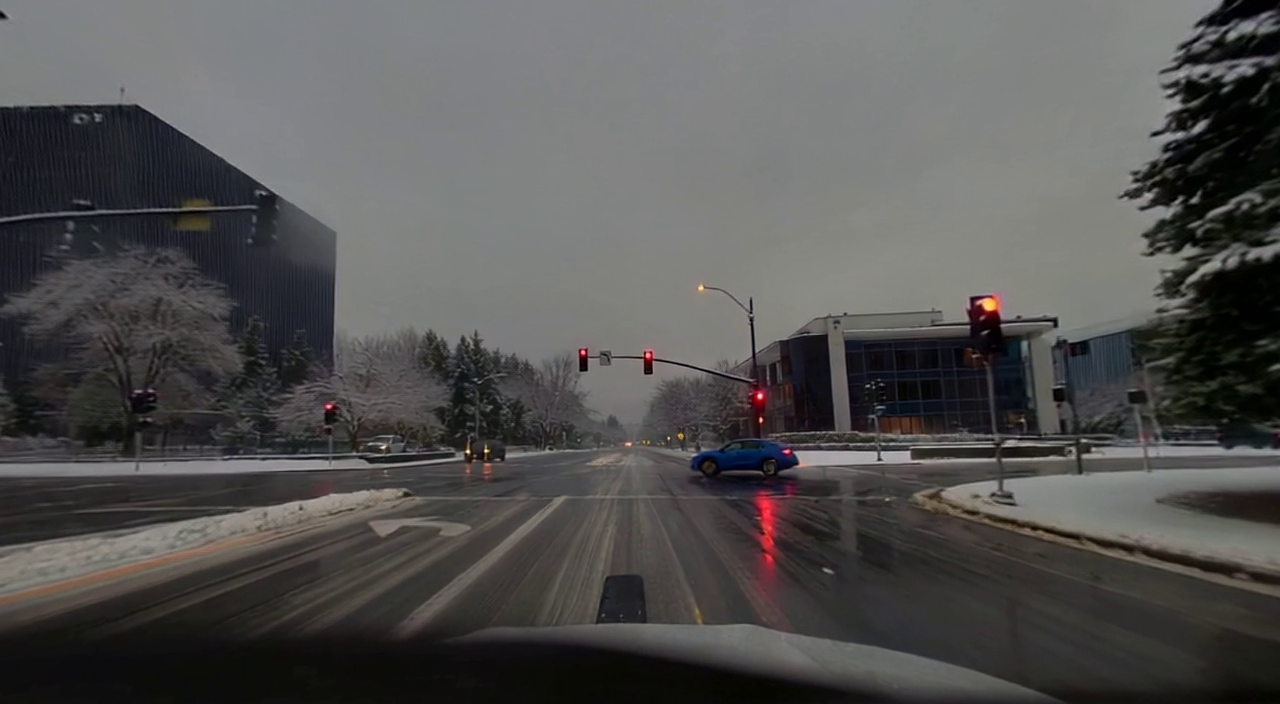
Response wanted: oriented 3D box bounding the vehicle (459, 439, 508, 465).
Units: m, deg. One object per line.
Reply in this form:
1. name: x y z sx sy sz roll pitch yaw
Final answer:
1. vehicle: -11.449 7.370 46.403 2.069 1.771 4.947 0 -9 3

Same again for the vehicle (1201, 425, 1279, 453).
1. vehicle: 40.493 5.756 41.468 4.625 1.741 2.395 0 -9 3

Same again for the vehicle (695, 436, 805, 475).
1. vehicle: 4.660 4.461 27.137 4.218 1.572 2.065 1 -9 -8
